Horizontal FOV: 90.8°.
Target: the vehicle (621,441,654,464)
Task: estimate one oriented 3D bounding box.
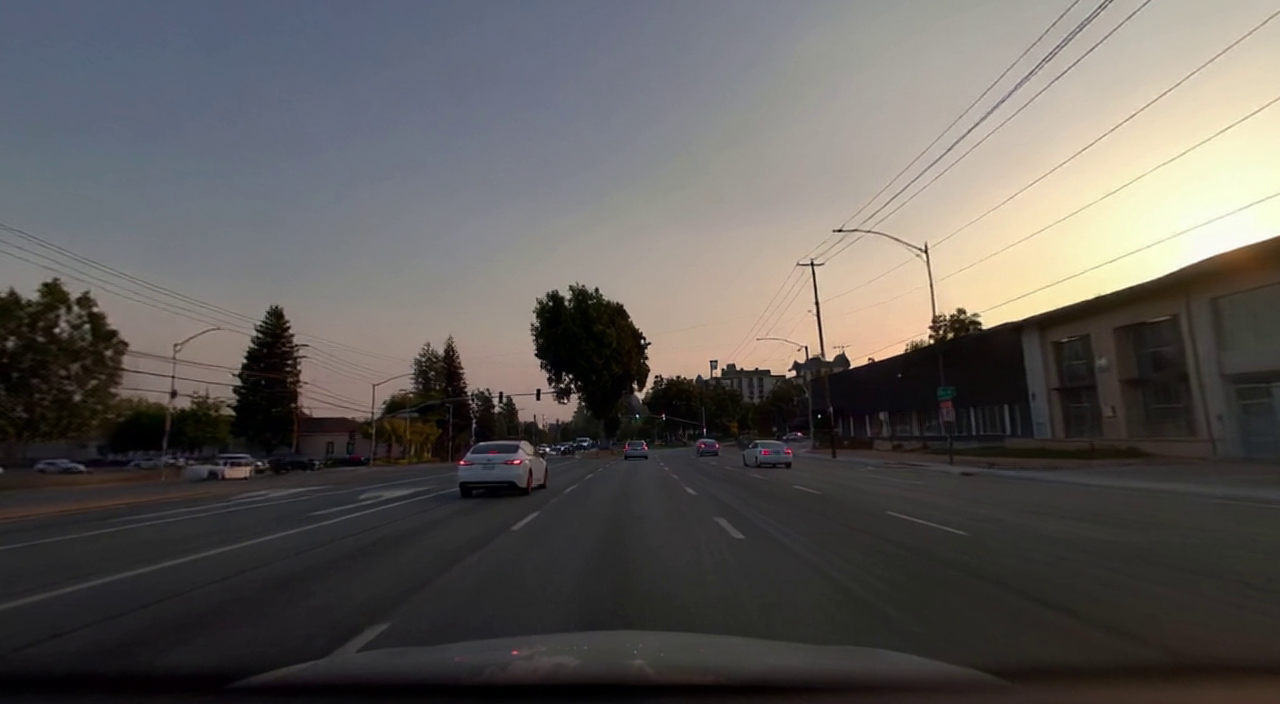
[{"bbox_3d":[-0.179,6.769,42.554,2.098,1.431,3.958,0,-8,-1],"label":"vehicle"}]

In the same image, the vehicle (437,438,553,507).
[{"bbox_3d":[-3.386,2.890,15.657,1.837,1.463,4.311,0,-8,0],"label":"vehicle"}]

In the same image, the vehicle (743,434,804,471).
[{"bbox_3d":[6.539,4.986,31.416,1.945,1.706,4.190,0,-8,-2],"label":"vehicle"}]
